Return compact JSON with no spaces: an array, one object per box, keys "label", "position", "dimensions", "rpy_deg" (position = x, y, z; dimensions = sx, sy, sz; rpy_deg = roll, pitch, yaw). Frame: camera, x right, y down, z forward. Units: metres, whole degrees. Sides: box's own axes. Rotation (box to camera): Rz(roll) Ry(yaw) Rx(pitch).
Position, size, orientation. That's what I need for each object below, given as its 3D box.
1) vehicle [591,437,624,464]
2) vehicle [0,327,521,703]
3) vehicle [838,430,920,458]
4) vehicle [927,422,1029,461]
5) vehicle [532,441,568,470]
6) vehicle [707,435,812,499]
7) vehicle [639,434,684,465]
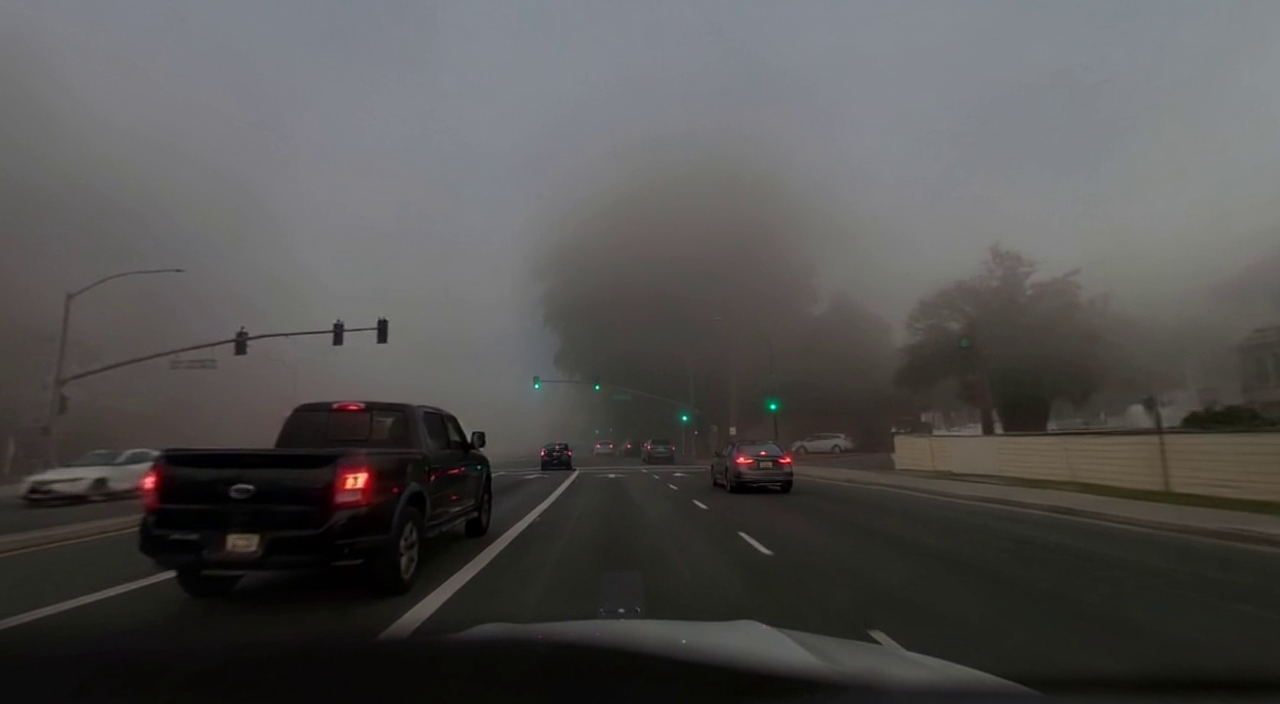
[{"label":"vehicle","position":[-2.468,7.253,46.687],"dimensions":[2.164,1.867,4.254],"rpy_deg":[1,-8,-6]},{"label":"vehicle","position":[-2.968,1.292,6.335],"dimensions":[2.354,1.948,6.355],"rpy_deg":[0,-8,0]},{"label":"vehicle","position":[16.042,6.185,42.546],"dimensions":[4.691,1.626,1.943],"rpy_deg":[-2,-7,-9]},{"label":"vehicle","position":[16.698,4.465,31.548],"dimensions":[2.058,1.766,4.563],"rpy_deg":[1,-8,-9]},{"label":"vehicle","position":[-5.092,5.877,36.149],"dimensions":[1.864,1.505,4.202],"rpy_deg":[1,-8,-5]},{"label":"vehicle","position":[3.079,3.055,17.170],"dimensions":[1.870,1.491,4.009],"rpy_deg":[0,-8,-3]},{"label":"vehicle","position":[1.401,6.747,43.851],"dimensions":[2.391,1.960,5.600],"rpy_deg":[0,-8,-5]}]
